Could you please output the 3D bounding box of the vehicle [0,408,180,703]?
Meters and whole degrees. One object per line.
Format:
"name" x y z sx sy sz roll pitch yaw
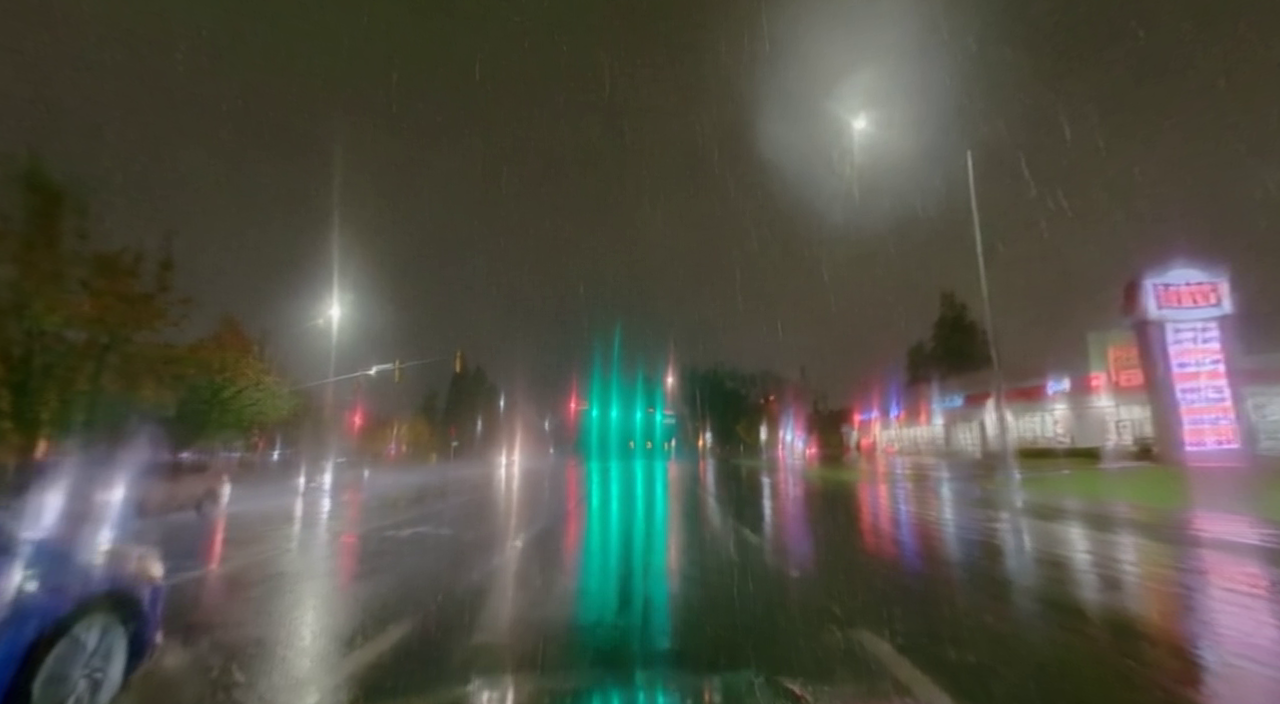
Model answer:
"vehicle" -3.082 0.677 0.406 2.082 1.460 4.636 0 -9 0

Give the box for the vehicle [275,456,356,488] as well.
"vehicle" -18.226 6.759 35.713 2.054 1.534 4.704 -2 -9 0
